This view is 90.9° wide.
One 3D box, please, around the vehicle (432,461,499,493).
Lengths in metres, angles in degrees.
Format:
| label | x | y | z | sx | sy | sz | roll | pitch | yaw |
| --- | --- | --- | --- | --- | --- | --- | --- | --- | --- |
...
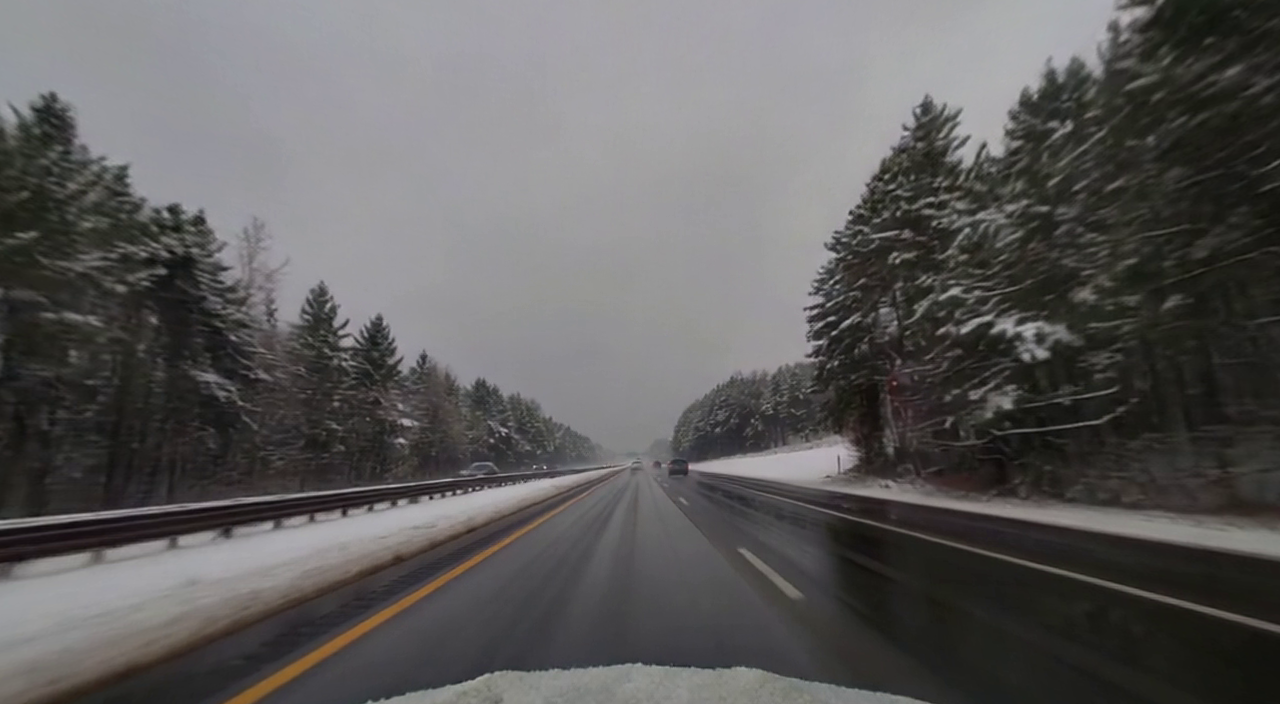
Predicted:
| label | x | y | z | sx | sy | sz | roll | pitch | yaw |
| --- | --- | --- | --- | --- | --- | --- | --- | --- | --- |
| vehicle | -8.512 | 6.141 | 31.158 | 1.980 | 1.438 | 4.437 | 1 | -10 | 0 |
